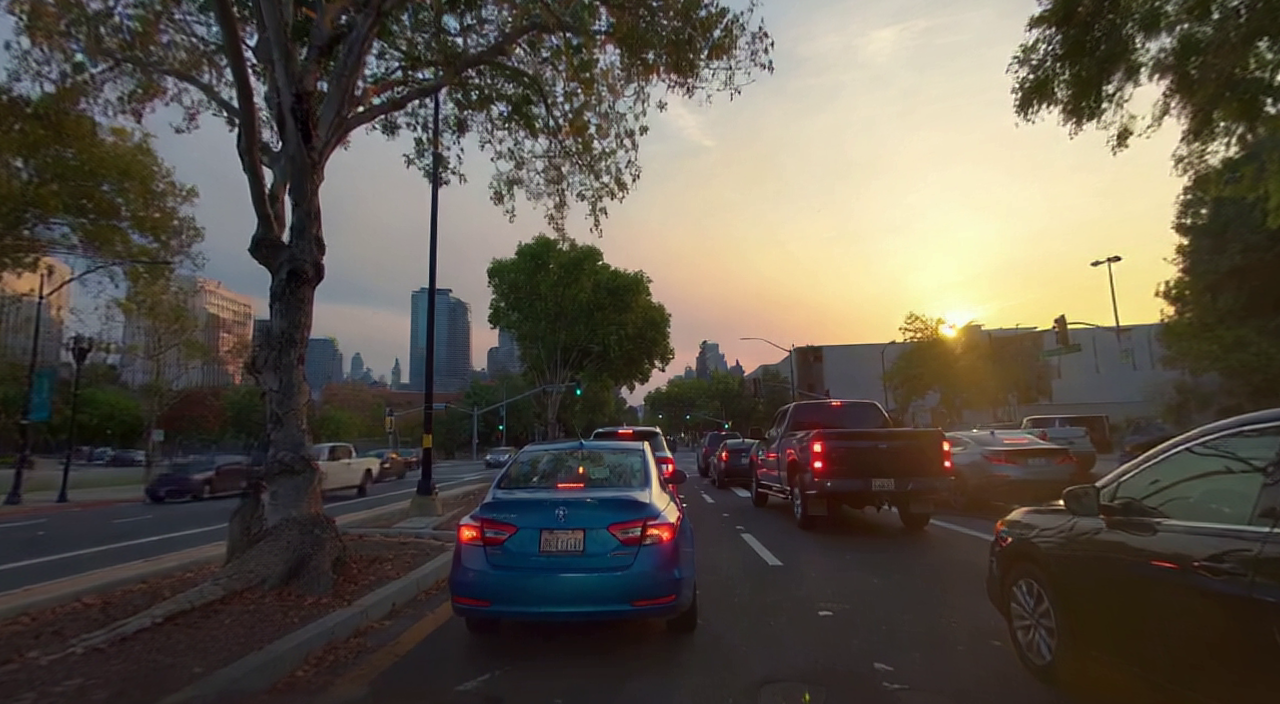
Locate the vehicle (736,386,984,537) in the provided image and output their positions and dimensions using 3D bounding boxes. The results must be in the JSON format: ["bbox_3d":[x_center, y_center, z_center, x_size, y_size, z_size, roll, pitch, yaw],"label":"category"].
[{"bbox_3d":[3.517,1.959,11.710,2.444,2.098,5.766,0,-9,-1],"label":"vehicle"}]

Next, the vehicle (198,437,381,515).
[{"bbox_3d":[-8.816,3.116,16.409,1.986,1.712,4.686,0,-9,1],"label":"vehicle"}]

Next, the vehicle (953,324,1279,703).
[{"bbox_3d":[3.160,0.763,2.079,1.982,1.709,4.427,0,-9,1],"label":"vehicle"}]

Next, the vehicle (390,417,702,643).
[{"bbox_3d":[-0.581,1.504,6.331,2.111,1.506,4.018,0,-9,2],"label":"vehicle"}]

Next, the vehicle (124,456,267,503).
[{"bbox_3d":[-16.460,4.689,23.587,1.921,1.499,4.566,0,-9,2],"label":"vehicle"}]
